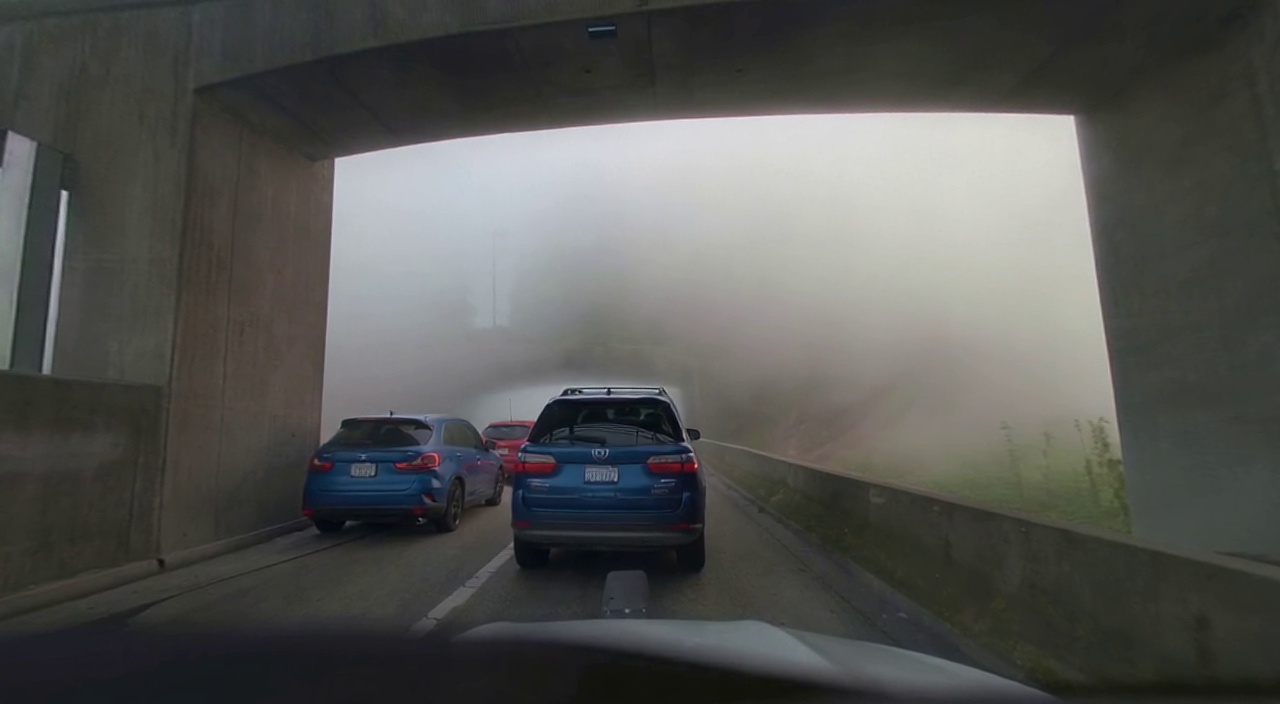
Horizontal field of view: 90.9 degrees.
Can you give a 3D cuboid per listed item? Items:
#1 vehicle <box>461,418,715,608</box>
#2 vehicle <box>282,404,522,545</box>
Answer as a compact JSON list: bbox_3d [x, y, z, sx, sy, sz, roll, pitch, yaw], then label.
[{"bbox_3d":[-0.301,1.579,7.106,2.020,1.478,4.092,-1,-8,4],"label":"vehicle"},{"bbox_3d":[-3.451,1.895,10.343,2.017,1.761,4.572,0,-8,2],"label":"vehicle"}]
